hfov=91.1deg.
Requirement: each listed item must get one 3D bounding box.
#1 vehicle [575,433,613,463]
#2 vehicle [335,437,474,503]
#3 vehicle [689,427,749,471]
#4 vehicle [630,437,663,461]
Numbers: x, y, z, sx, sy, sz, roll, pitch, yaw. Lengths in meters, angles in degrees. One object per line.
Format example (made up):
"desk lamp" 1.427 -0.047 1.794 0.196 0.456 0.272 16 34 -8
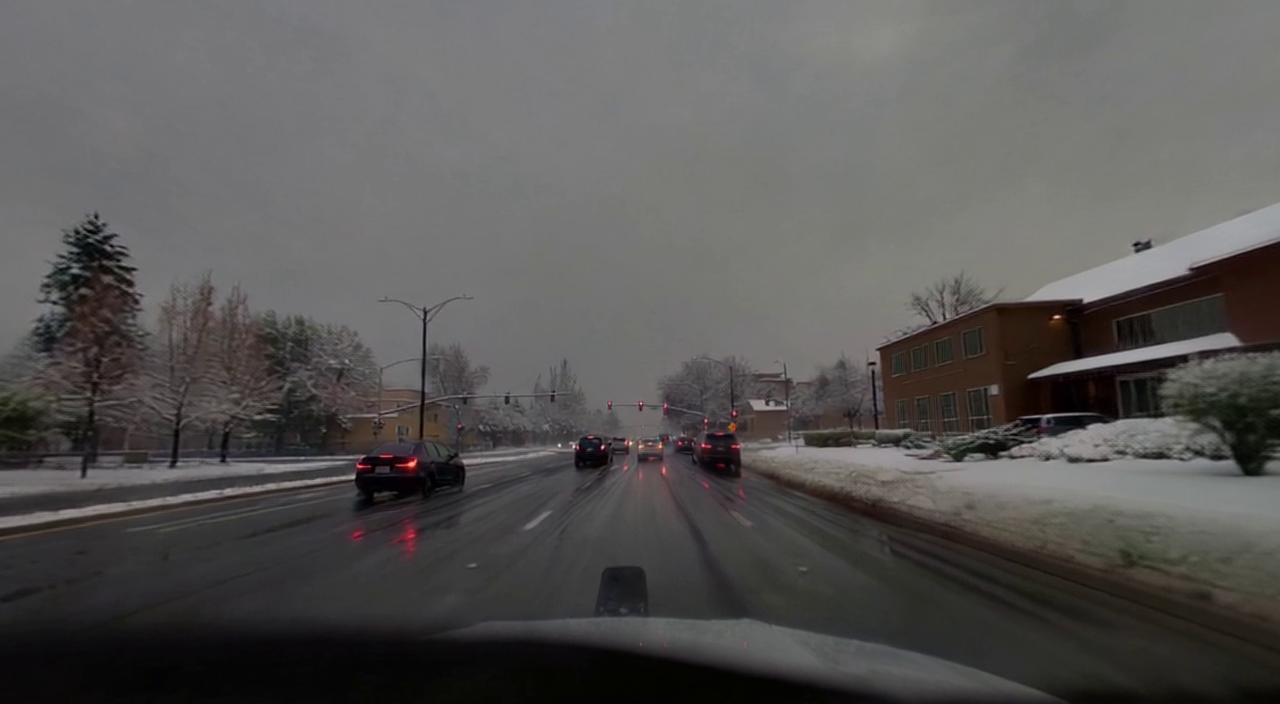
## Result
"vehicle" -2.783 5.899 38.747 1.912 1.703 4.261 0 -8 2
"vehicle" -5.927 3.012 16.504 1.926 1.465 4.620 0 -8 -1
"vehicle" 3.540 4.480 29.129 2.141 1.833 4.704 0 -8 0
"vehicle" 0.406 6.100 39.559 2.021 1.461 3.862 0 -8 0
